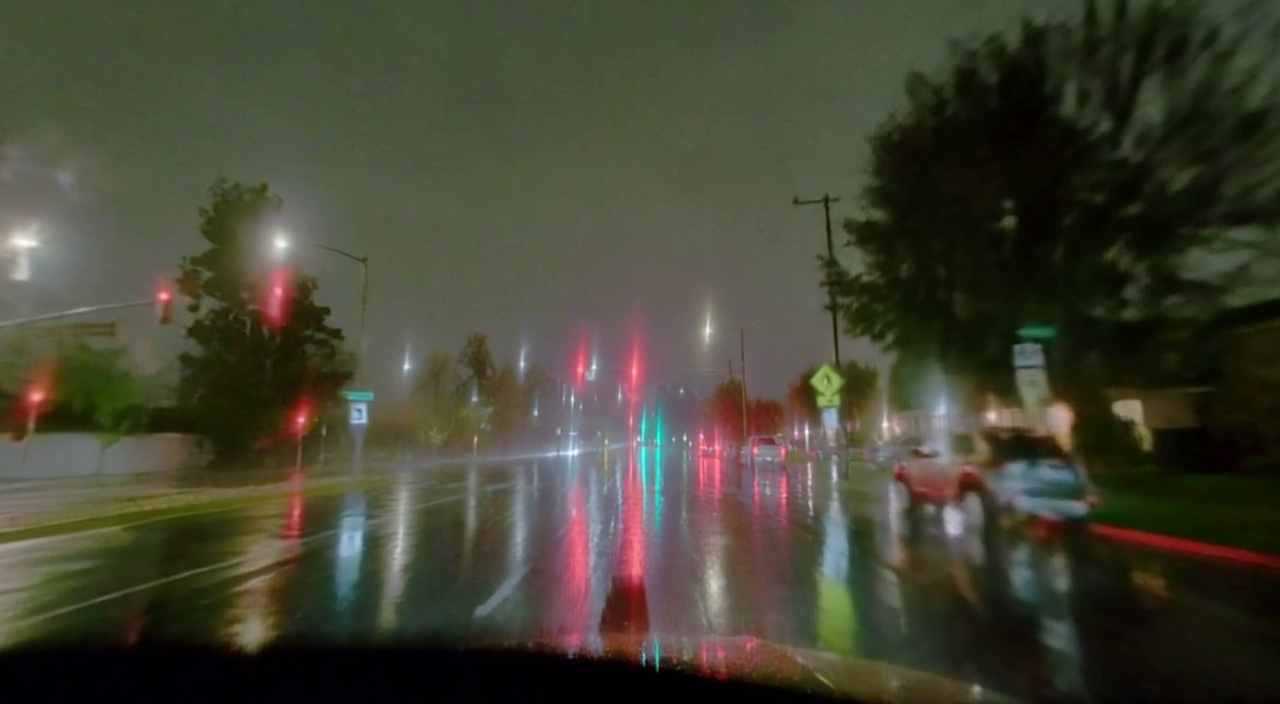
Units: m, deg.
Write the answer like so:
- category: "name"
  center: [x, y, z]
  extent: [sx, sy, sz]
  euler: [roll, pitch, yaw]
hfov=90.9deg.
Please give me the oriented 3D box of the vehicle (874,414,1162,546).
- category: "vehicle"
  center: [6.041, 2.103, 11.015]
  extent: [2.094, 1.766, 4.792]
  euler: [0, -9, 1]

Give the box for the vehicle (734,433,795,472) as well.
- category: "vehicle"
  center: [6.549, 5.362, 33.786]
  extent: [2.293, 1.942, 5.004]
  euler: [0, -9, 1]

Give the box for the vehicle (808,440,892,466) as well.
- category: "vehicle"
  center: [12.362, 5.945, 37.099]
  extent: [4.452, 1.459, 2.001]
  euler: [-4, -9, 23]
